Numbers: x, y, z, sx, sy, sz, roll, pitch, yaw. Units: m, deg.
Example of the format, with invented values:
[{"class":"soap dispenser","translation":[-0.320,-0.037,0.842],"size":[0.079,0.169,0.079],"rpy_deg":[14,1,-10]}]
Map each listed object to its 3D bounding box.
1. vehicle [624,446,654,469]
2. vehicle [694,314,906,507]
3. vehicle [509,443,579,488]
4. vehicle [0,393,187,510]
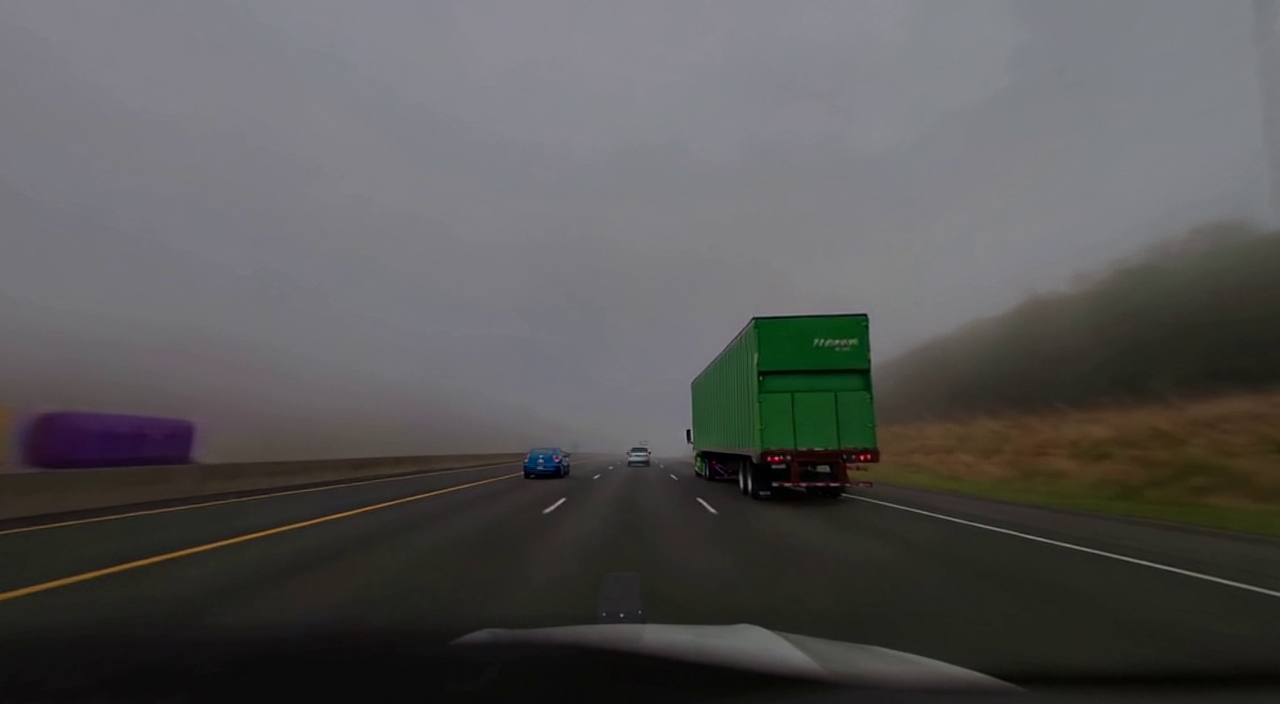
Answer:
[{"class":"vehicle","translation":[-0.074,7.089,42.510],"size":[1.931,1.453,3.695],"rpy_deg":[0,-9,-1]},{"class":"vehicle","translation":[3.857,2.197,19.782],"size":[2.947,3.989,13.568],"rpy_deg":[0,-9,-1]},{"class":"vehicle","translation":[-3.515,4.230,23.813],"size":[1.952,1.521,4.095],"rpy_deg":[0,-9,0]},{"class":"vehicle","translation":[-19.329,3.218,20.495],"size":[2.910,3.234,8.361],"rpy_deg":[0,-9,0]}]
